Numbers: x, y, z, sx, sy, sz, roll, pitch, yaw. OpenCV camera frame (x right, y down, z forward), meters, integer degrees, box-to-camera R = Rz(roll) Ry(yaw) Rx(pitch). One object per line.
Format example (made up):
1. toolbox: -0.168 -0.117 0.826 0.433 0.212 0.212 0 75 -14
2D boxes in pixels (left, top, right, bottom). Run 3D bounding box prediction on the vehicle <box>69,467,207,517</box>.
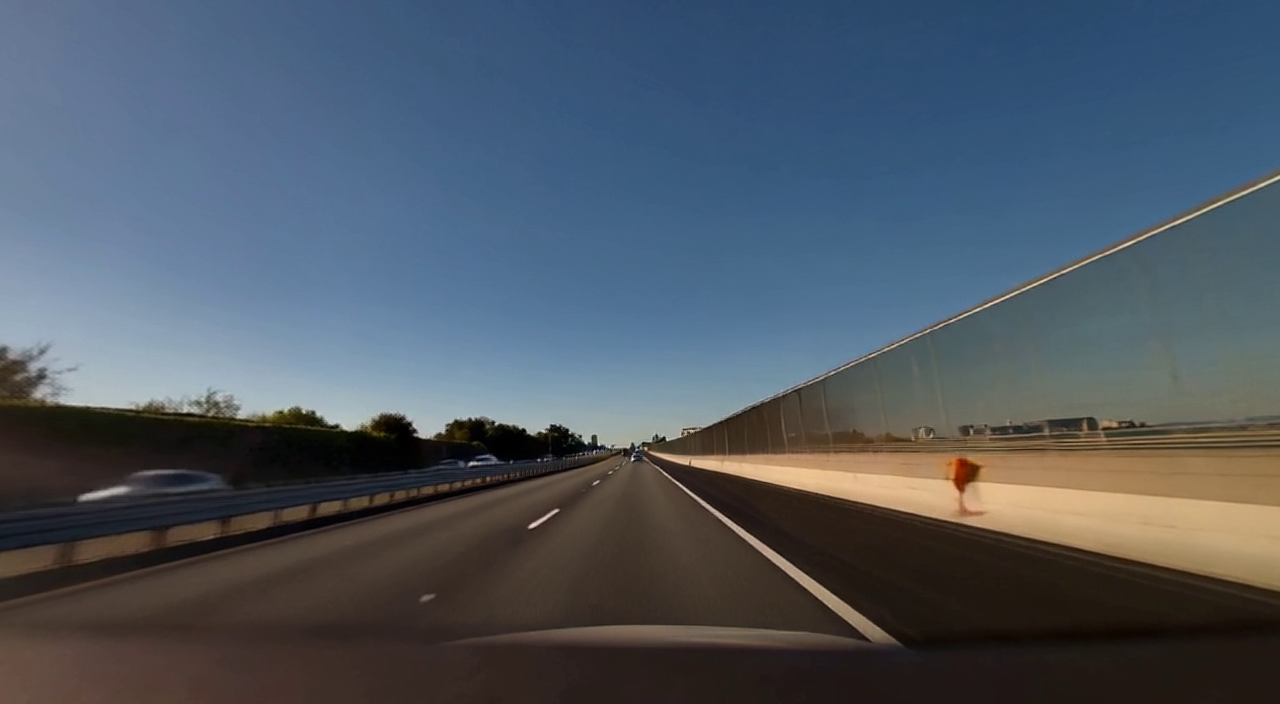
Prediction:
1. vehicle: -16.930 4.690 21.444 1.668 1.418 3.693 0 -9 -1
